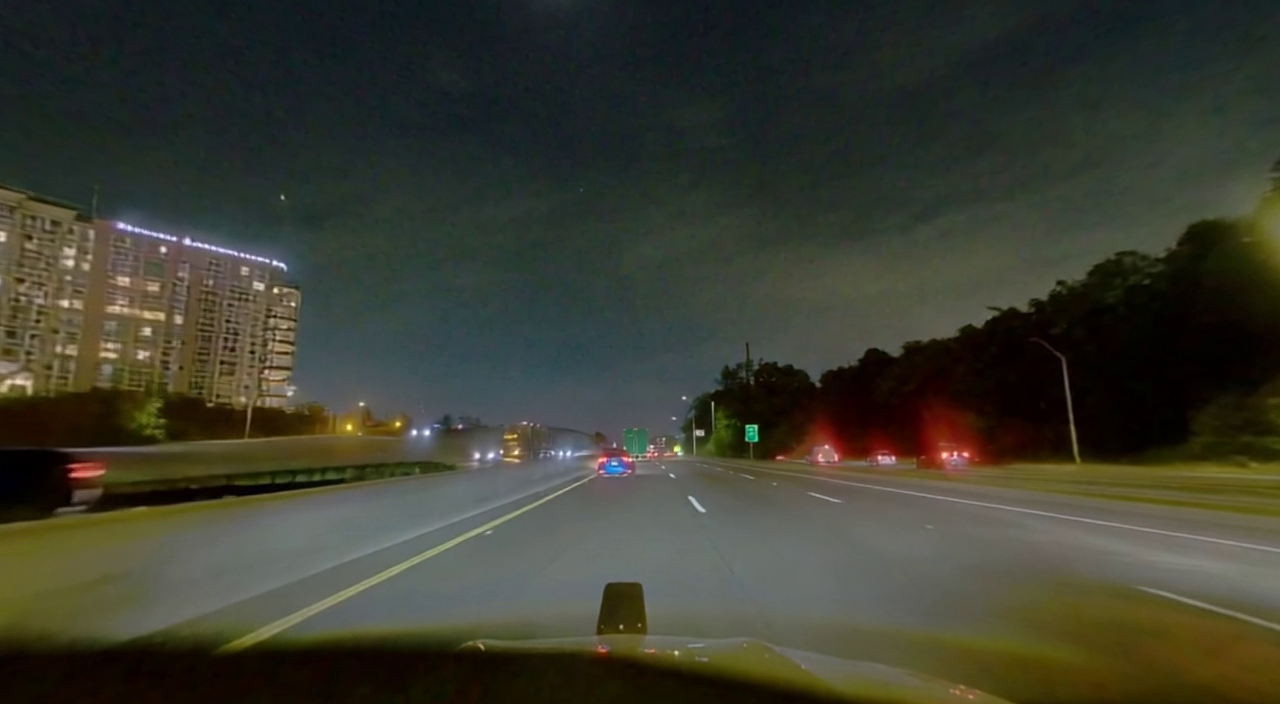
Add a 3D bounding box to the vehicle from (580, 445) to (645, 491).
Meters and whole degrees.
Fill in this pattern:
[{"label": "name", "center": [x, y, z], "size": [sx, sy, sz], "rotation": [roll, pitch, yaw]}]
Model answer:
[{"label": "vehicle", "center": [-0.864, 4.078, 22.473], "size": [2.039, 1.478, 4.483], "rotation": [0, -9, 1]}]
